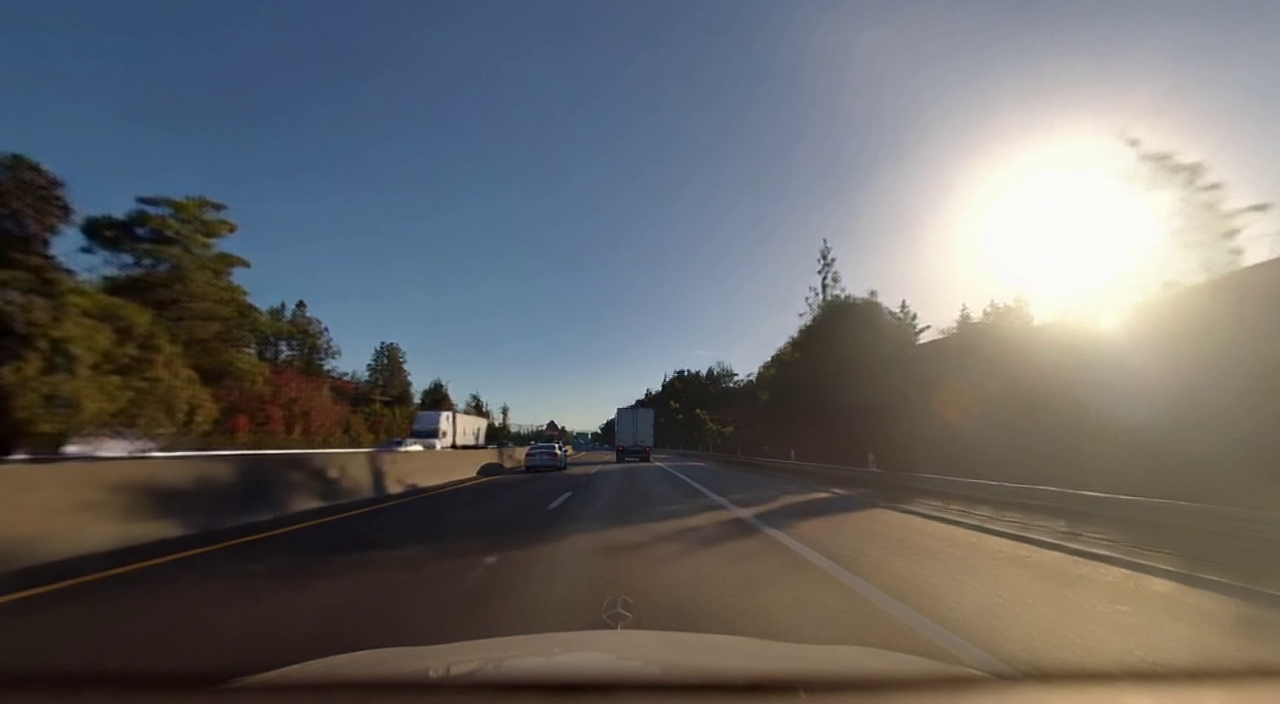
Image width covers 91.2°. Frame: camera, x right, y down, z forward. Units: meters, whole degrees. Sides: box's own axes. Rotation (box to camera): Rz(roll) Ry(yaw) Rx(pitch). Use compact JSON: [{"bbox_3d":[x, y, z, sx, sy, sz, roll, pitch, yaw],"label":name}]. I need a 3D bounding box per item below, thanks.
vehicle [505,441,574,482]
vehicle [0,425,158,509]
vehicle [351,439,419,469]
[{"bbox_3d":[-3.965,4.422,25.552,2.057,1.519,4.372,-1,-9,1],"label":"vehicle"},{"bbox_3d":[-12.695,2.321,12.825,1.998,1.527,4.605,0,-9,0],"label":"vehicle"},{"bbox_3d":[-13.774,5.550,34.163,1.876,1.486,4.508,0,-9,0],"label":"vehicle"}]
